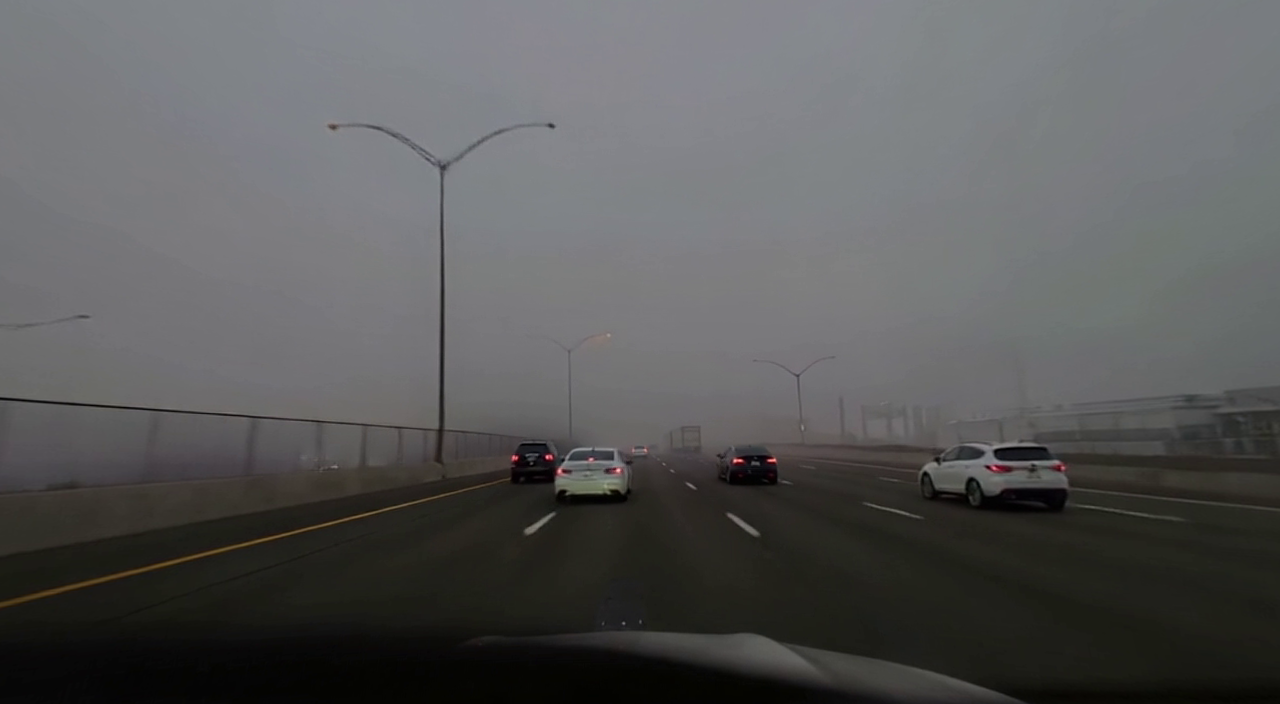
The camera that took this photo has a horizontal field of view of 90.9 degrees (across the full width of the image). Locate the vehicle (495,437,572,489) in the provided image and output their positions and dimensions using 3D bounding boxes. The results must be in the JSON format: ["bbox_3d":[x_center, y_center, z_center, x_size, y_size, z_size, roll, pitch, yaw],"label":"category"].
[{"bbox_3d":[-3.713,3.945,22.788,2.036,1.669,4.112,-1,-8,1],"label":"vehicle"}]

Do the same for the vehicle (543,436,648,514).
[{"bbox_3d":[-0.877,2.845,15.273,2.067,1.555,4.851,-1,-8,2],"label":"vehicle"}]

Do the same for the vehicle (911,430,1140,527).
[{"bbox_3d":[7.047,2.314,12.135,1.860,1.520,3.961,0,-8,0],"label":"vehicle"}]

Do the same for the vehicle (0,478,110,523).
[{"bbox_3d":[-37.735,9.300,39.946,2.658,2.105,7.468,1,-8,-8],"label":"vehicle"}]

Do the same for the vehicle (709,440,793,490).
[{"bbox_3d":[3.575,3.714,21.176,1.942,1.453,4.329,0,-8,-1],"label":"vehicle"}]
